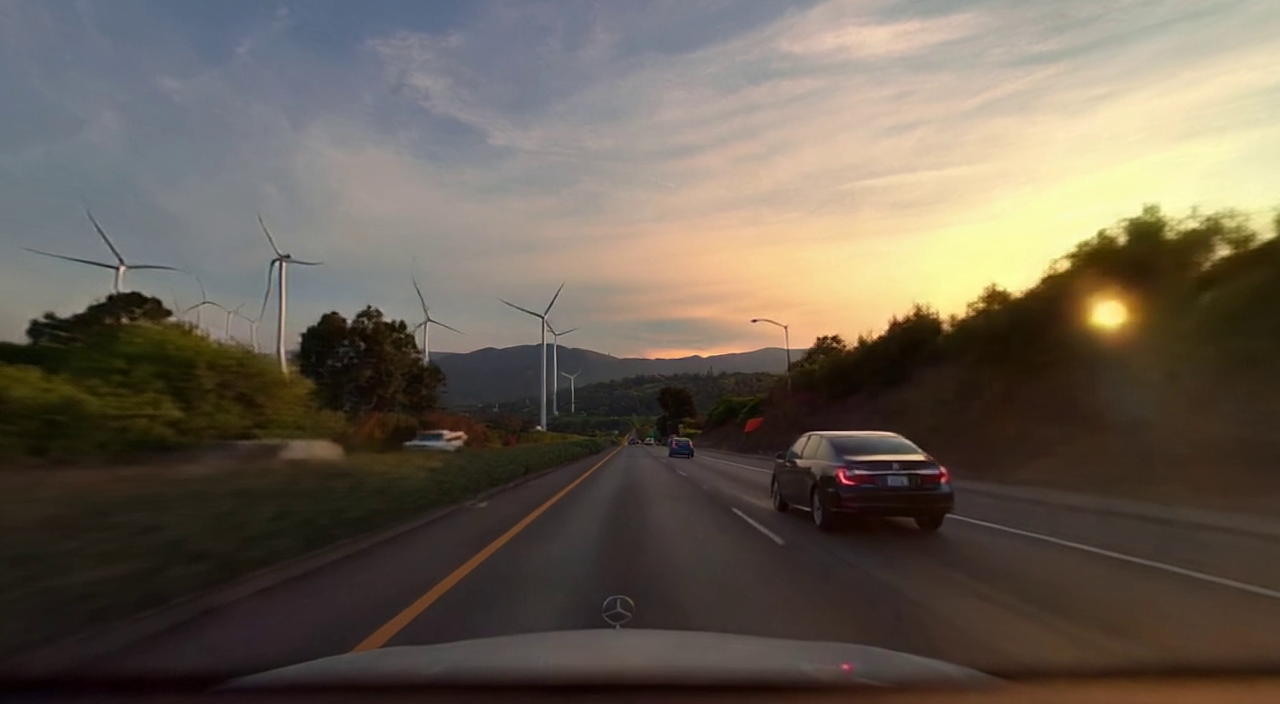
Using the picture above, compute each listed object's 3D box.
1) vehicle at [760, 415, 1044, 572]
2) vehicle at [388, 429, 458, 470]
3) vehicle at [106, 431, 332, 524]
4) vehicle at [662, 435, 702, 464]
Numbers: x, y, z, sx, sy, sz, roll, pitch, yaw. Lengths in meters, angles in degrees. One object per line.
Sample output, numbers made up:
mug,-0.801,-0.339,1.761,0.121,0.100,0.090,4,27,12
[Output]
vehicle,3.183,1.775,8.826,2.038,1.624,4.312,0,-8,-1
vehicle,-13.220,5.950,38.758,2.163,2.290,6.107,0,-8,0
vehicle,-8.892,2.616,13.855,2.043,1.693,4.213,-1,-8,0
vehicle,2.561,6.003,39.119,2.066,1.661,4.500,0,-8,-2
